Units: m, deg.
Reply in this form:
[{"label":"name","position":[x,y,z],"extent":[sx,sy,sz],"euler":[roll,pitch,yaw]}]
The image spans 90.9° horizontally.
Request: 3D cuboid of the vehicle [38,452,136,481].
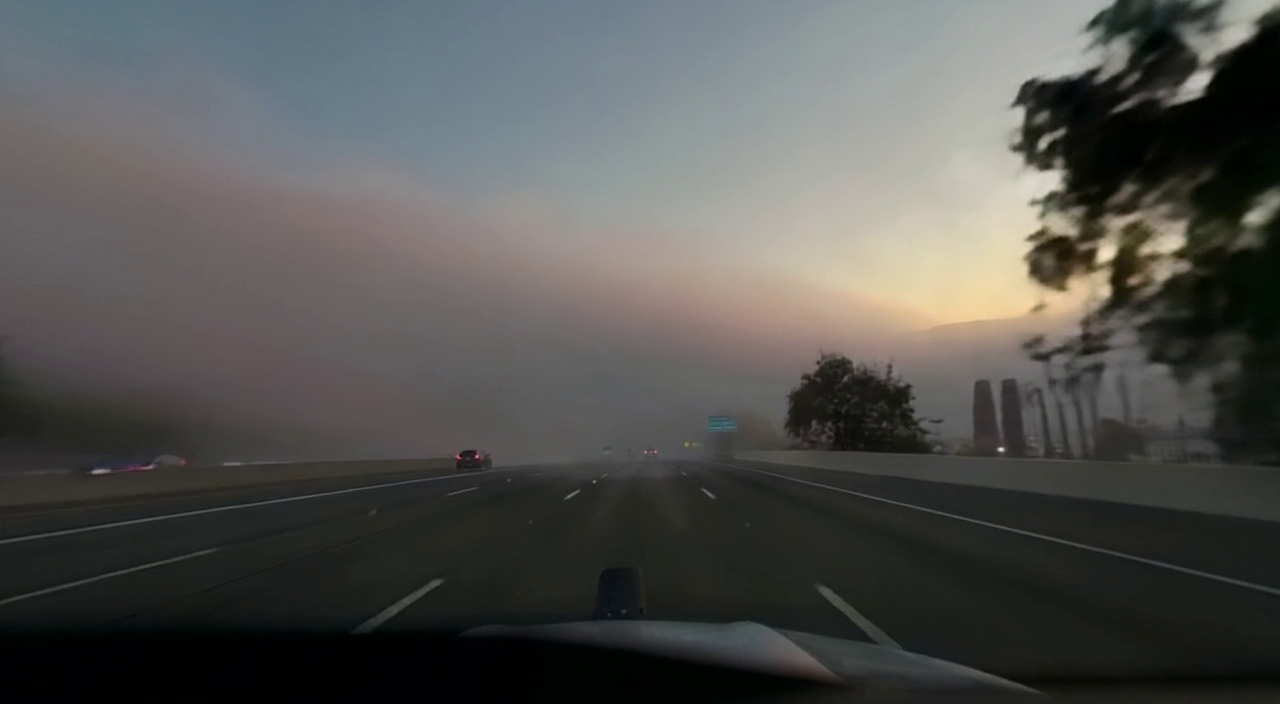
[{"label":"vehicle","position":[-30.621,6.331,35.078],"extent":[1.731,1.473,4.049],"euler":[-2,-9,0]}]
